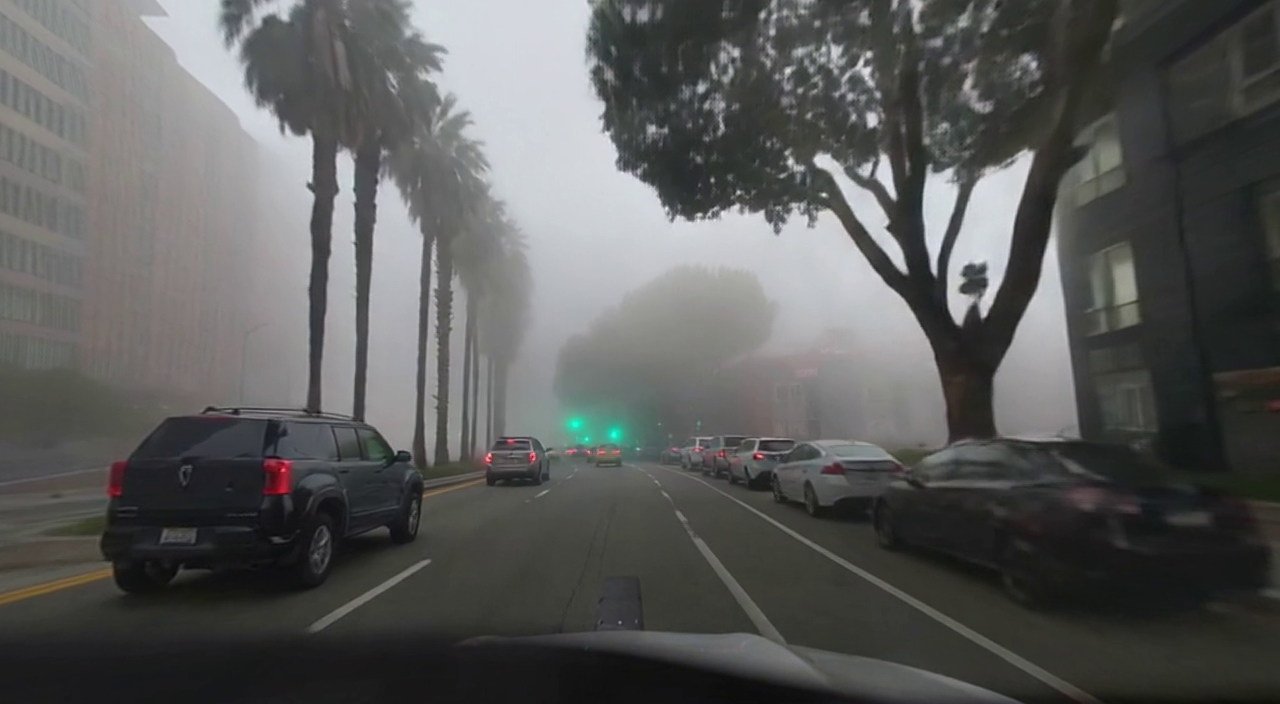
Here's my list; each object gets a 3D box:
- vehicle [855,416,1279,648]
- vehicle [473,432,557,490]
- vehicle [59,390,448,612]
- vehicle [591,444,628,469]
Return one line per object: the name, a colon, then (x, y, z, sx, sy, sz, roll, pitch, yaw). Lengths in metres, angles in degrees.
vehicle: (4.003, 1.532, 6.484, 1.873, 1.511, 4.523, 0, -9, -1)
vehicle: (-4.048, 3.611, 21.182, 2.014, 1.740, 4.392, 0, -9, -1)
vehicle: (-3.808, 1.526, 7.315, 1.800, 1.797, 4.224, 0, -9, 0)
vehicle: (-1.939, 6.414, 38.854, 2.036, 1.461, 3.890, 1, -9, -6)
